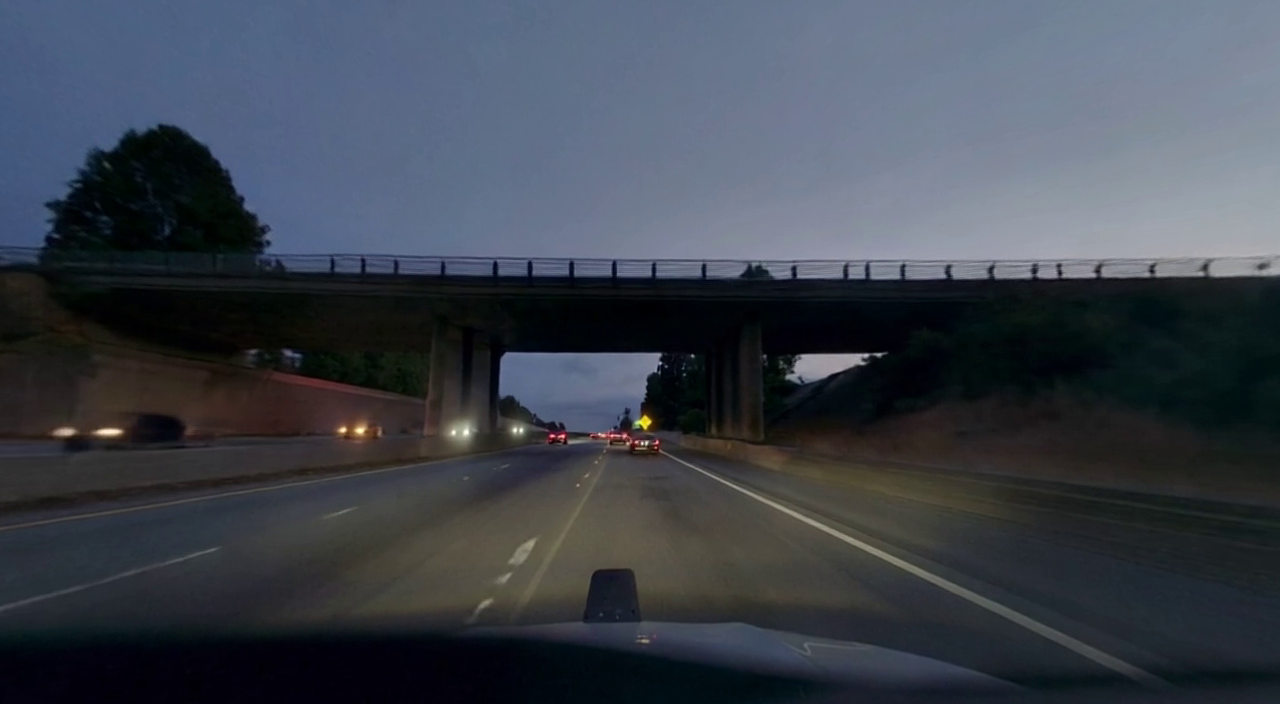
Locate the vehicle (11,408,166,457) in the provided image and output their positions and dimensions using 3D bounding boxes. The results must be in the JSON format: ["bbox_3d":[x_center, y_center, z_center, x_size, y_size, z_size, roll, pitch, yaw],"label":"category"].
[{"bbox_3d":[-16.760,2.497,19.345,1.622,1.361,3.497,1,-8,-2],"label":"vehicle"}]

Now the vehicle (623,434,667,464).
[{"bbox_3d":[0.184,4.762,31.041,1.999,1.329,3.913,1,-8,-2],"label":"vehicle"}]
